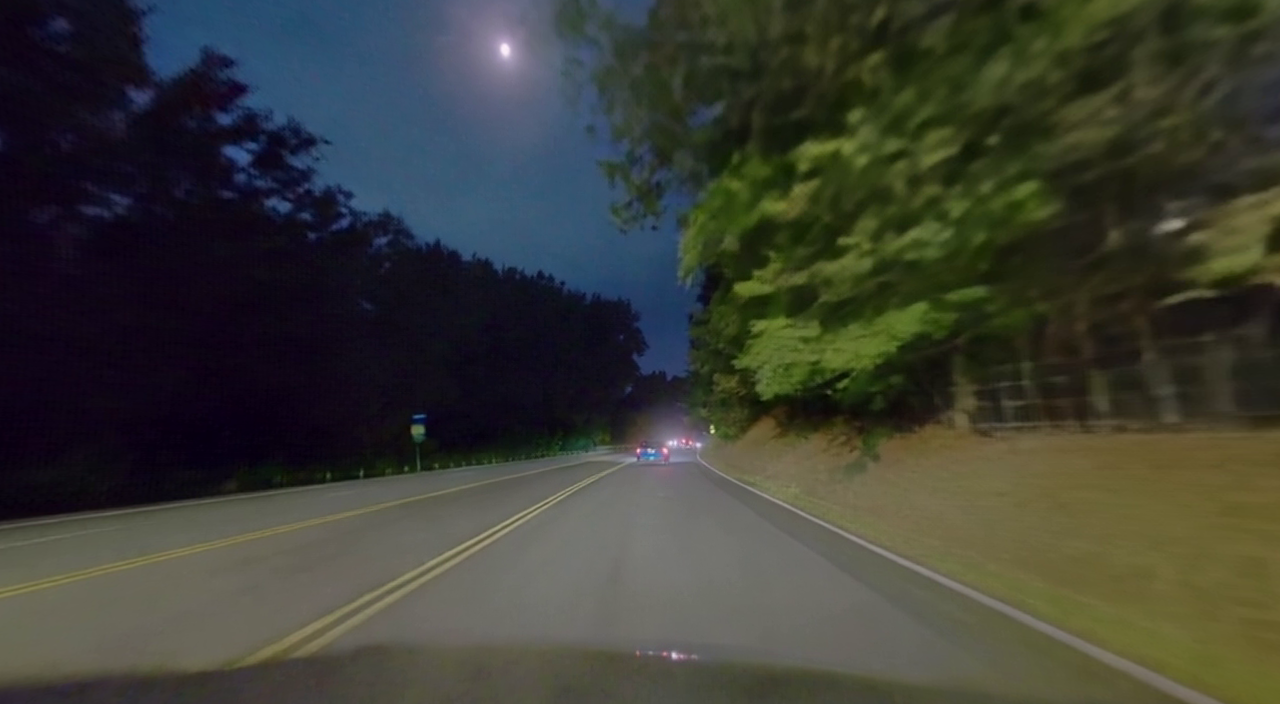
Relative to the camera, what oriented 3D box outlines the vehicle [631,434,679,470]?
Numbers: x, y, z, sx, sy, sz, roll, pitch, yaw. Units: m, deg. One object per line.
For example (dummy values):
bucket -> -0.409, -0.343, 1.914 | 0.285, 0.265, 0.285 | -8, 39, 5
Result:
vehicle -> 0.858, 5.098, 32.344 | 2.294, 1.708, 4.110 | -1, -8, 3
